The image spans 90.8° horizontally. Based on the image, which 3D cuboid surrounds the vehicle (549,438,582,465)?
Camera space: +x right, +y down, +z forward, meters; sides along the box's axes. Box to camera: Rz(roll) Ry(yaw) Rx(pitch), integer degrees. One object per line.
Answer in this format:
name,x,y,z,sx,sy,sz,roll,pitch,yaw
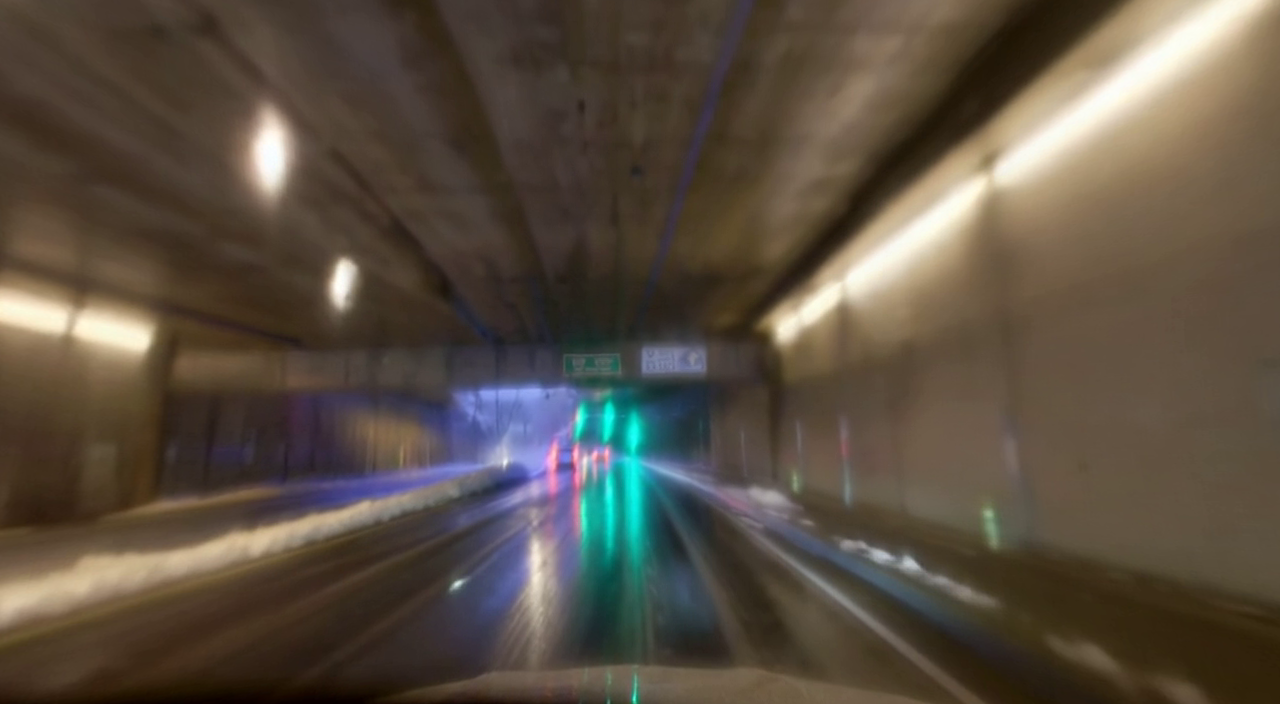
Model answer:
vehicle,-5.213,6.988,44.517,1.961,1.725,4.315,0,-8,-2
